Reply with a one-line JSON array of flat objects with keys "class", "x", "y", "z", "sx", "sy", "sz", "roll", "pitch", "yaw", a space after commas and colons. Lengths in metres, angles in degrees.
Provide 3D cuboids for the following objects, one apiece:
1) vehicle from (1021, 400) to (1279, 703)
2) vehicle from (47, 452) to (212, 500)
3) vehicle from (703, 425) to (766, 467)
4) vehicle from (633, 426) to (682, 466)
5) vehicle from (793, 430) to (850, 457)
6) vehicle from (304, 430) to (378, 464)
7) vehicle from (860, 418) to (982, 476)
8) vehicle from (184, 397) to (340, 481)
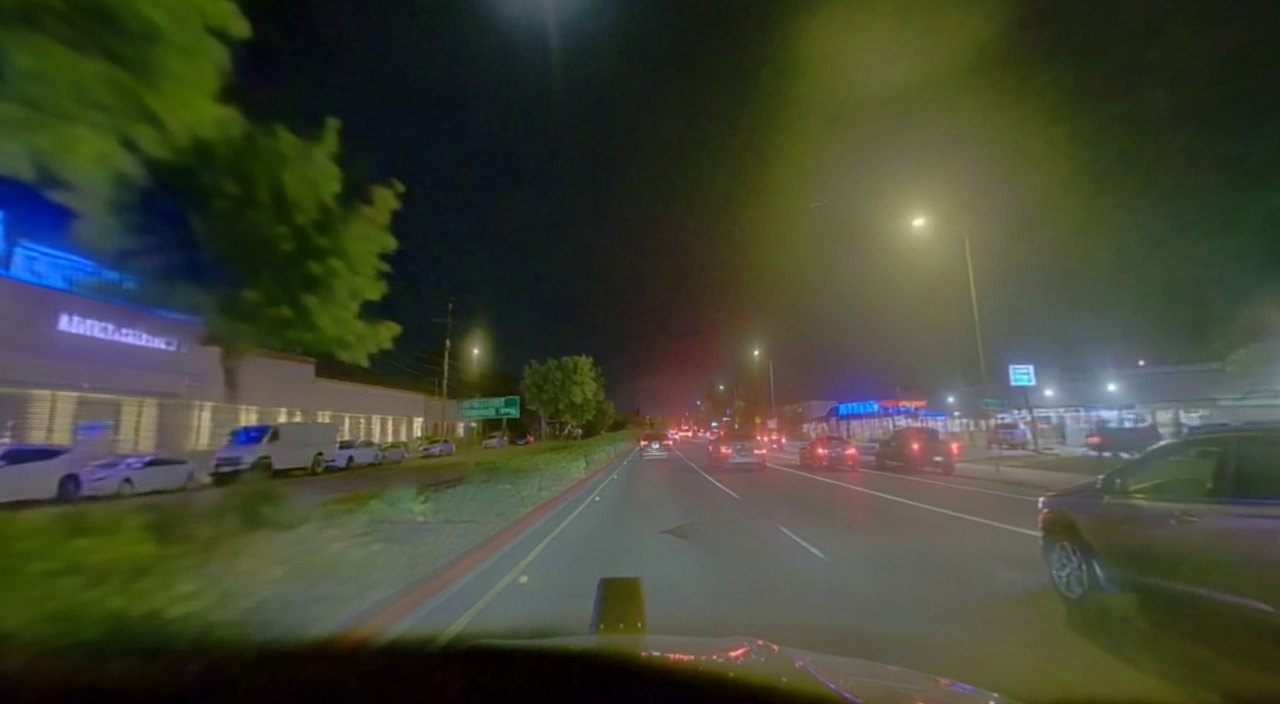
[{"class": "vehicle", "x": 3.811, "y": 0.890, "z": 2.399, "sx": 1.908, "sy": 1.463, "sz": 4.506, "roll": 0, "pitch": -8, "yaw": 1}, {"class": "vehicle", "x": -18.625, "y": 4.504, "z": 23.325, "sx": 1.883, "sy": 1.488, "sz": 5.224, "roll": 0, "pitch": -8, "yaw": -2}, {"class": "vehicle", "x": 4.078, "y": 4.164, "z": 27.848, "sx": 2.115, "sy": 1.692, "sz": 4.189, "roll": 0, "pitch": -8, "yaw": 0}, {"class": "vehicle", "x": 0.804, "y": 4.330, "z": 28.975, "sx": 2.098, "sy": 1.682, "sz": 3.778, "roll": 0, "pitch": -8, "yaw": 1}, {"class": "vehicle", "x": 11.235, "y": 5.731, "z": 39.235, "sx": 2.110, "sy": 1.535, "sz": 4.506, "roll": 0, "pitch": -8, "yaw": -1}, {"class": "vehicle", "x": -18.295, "y": 5.880, "z": 38.797, "sx": 1.948, "sy": 1.965, "sz": 5.421, "roll": 0, "pitch": -9, "yaw": -1}, {"class": "vehicle", "x": 10.725, "y": 3.703, "z": 24.546, "sx": 2.318, "sy": 1.974, "sz": 5.282, "roll": 0, "pitch": -8, "yaw": 0}, {"class": "vehicle", "x": -18.302, "y": 4.350, "z": 31.181, "sx": 2.811, "sy": 3.604, "sz": 7.566, "roll": -1, "pitch": -8, "yaw": 1}]
